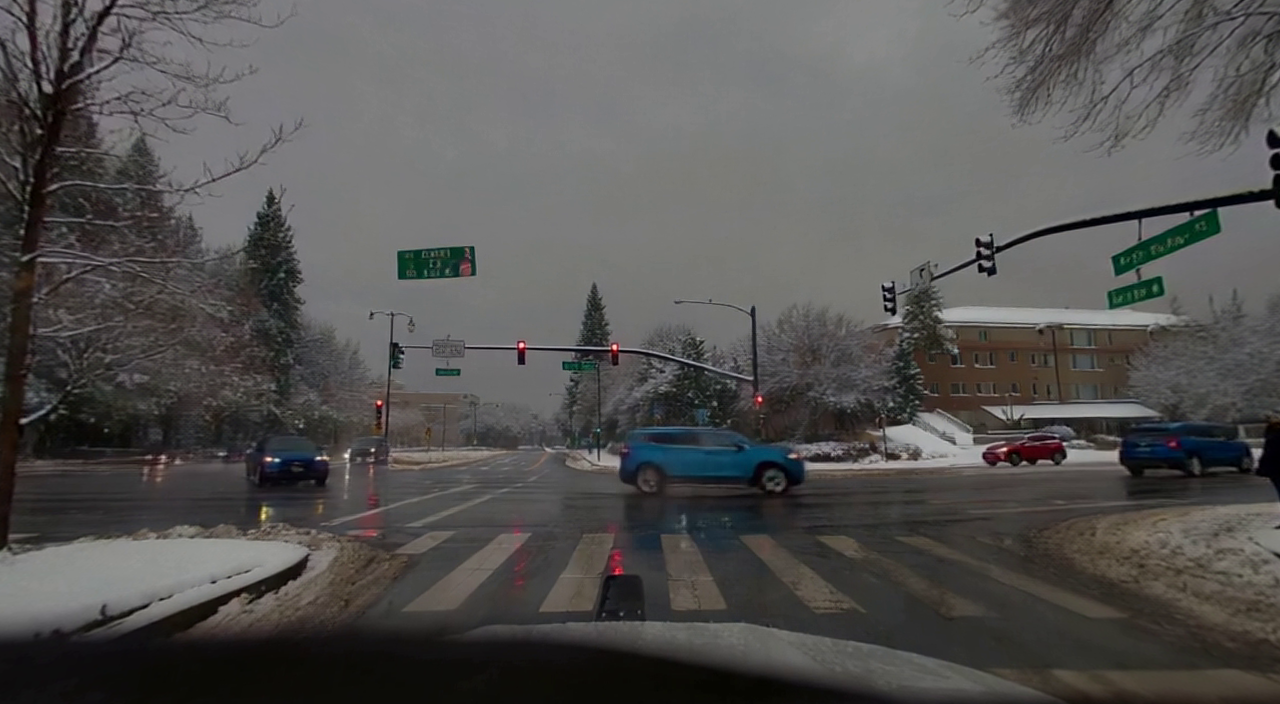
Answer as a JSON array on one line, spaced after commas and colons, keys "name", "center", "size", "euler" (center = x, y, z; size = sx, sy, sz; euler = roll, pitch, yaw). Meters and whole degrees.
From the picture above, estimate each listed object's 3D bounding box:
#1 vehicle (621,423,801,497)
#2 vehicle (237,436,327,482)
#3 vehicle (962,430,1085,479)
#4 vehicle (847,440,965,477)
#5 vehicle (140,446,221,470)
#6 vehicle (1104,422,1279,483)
[{"name": "vehicle", "center": [1.848, 2.880, 17.040], "size": [4.509, 1.821, 2.066], "euler": [-1, -8, 6]}, {"name": "vehicle", "center": [-13.545, 3.980, 23.793], "size": [2.007, 1.540, 4.312], "euler": [7, -11, -40]}, {"name": "vehicle", "center": [15.271, 4.033, 25.103], "size": [4.742, 1.762, 2.180], "euler": [5, -10, -33]}, {"name": "vehicle", "center": [11.566, 4.627, 27.573], "size": [4.317, 1.491, 1.896], "euler": [1, -9, -10]}, {"name": "vehicle", "center": [-31.231, 7.214, 43.201], "size": [1.892, 1.525, 5.171], "euler": [0, -8, -3]}, {"name": "vehicle", "center": [18.726, 3.329, 21.231], "size": [6.196, 1.777, 2.457], "euler": [4, -9, -28]}]
